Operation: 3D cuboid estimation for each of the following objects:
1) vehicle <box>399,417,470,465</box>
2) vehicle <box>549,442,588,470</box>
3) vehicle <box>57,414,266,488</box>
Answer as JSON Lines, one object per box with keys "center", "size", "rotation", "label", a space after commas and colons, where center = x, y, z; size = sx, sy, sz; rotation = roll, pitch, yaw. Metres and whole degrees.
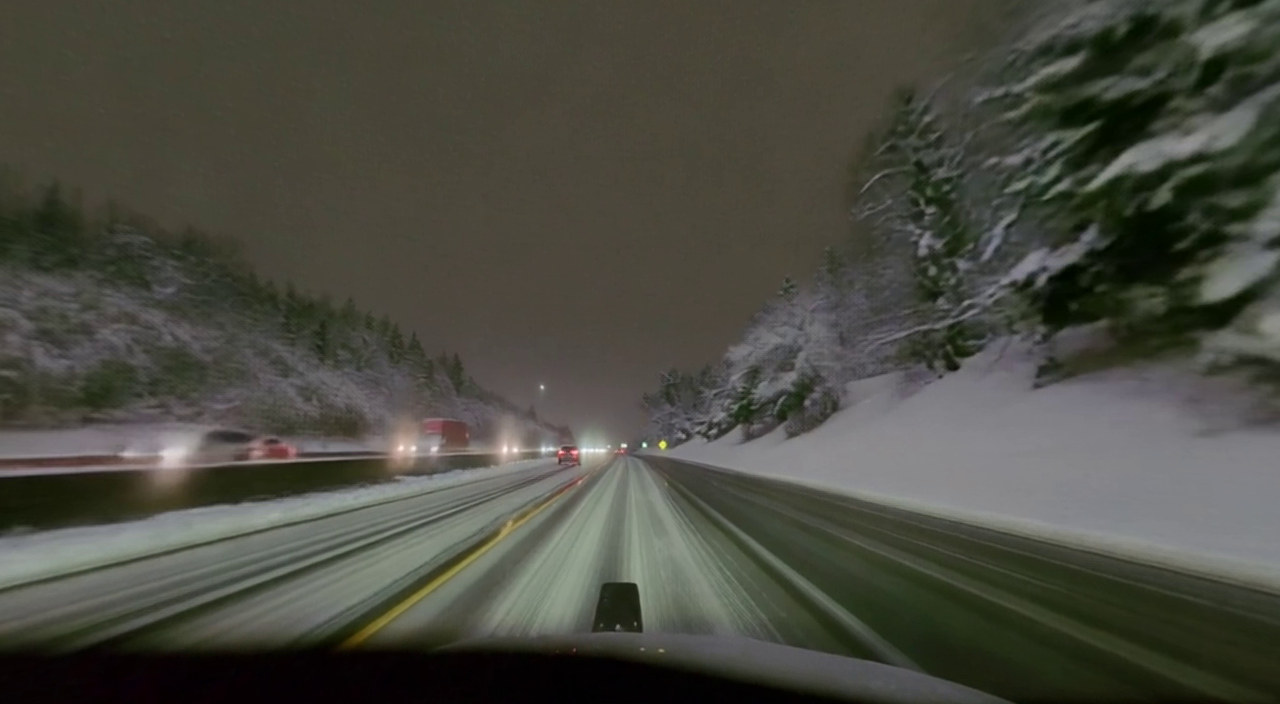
{"center": [-13.284, 5.891, 41.175], "size": [2.343, 2.825, 7.354], "rotation": [0, -9, -1], "label": "vehicle"}
{"center": [-4.591, 6.712, 40.687], "size": [2.098, 1.692, 4.038], "rotation": [0, -9, -1], "label": "vehicle"}
{"center": [-12.985, 2.763, 17.554], "size": [2.025, 1.744, 4.877], "rotation": [0, -9, -1], "label": "vehicle"}
